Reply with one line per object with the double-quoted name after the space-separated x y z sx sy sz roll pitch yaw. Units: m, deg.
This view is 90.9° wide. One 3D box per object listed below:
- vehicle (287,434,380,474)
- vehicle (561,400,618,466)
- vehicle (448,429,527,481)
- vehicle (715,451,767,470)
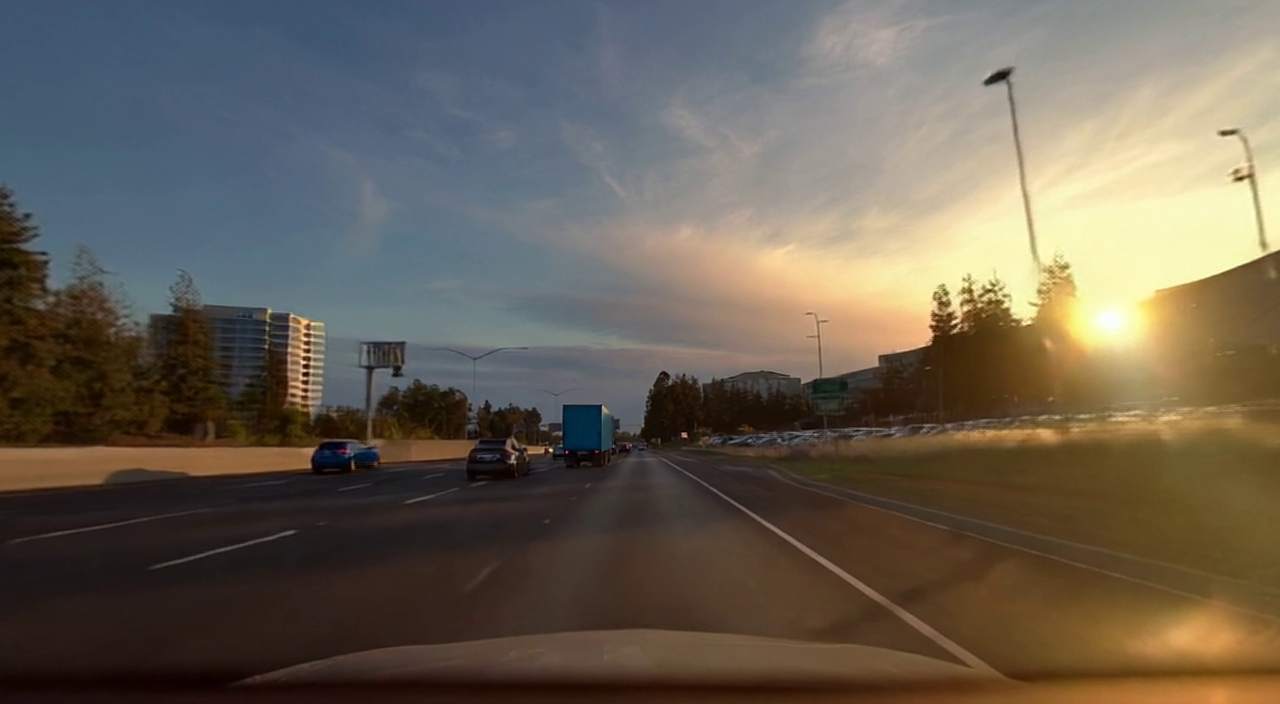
-14.126 4.731 29.412 1.997 1.695 4.492 0 -8 1 "vehicle"
-3.316 5.872 45.148 2.905 4.037 12.921 0 -8 0 "vehicle"
-5.918 4.052 25.112 2.058 1.840 4.443 0 -8 -1 "vehicle"
5.631 6.110 35.531 2.295 0.969 3.132 0 -8 -2 "vehicle"
